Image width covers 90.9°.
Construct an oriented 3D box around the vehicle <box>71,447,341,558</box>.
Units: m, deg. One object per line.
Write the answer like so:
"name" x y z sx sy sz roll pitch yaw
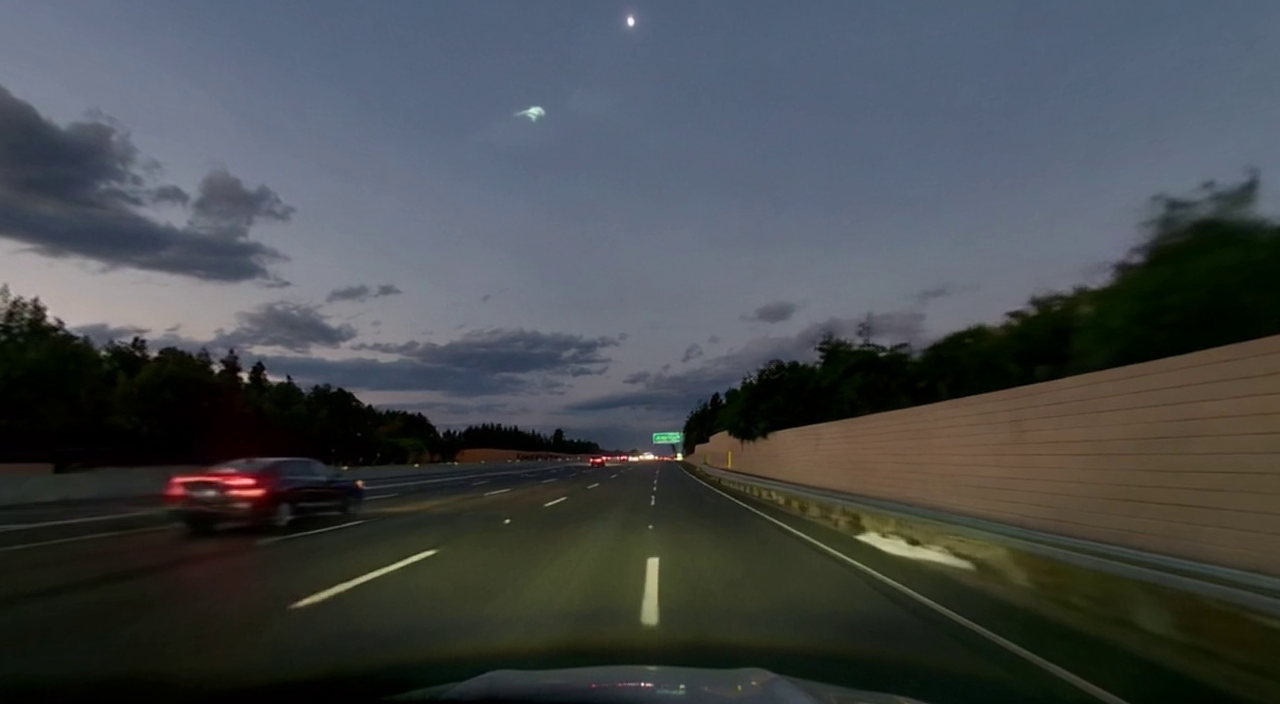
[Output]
"vehicle" -6.876 2.369 10.593 1.742 1.494 3.795 -1 -9 1
